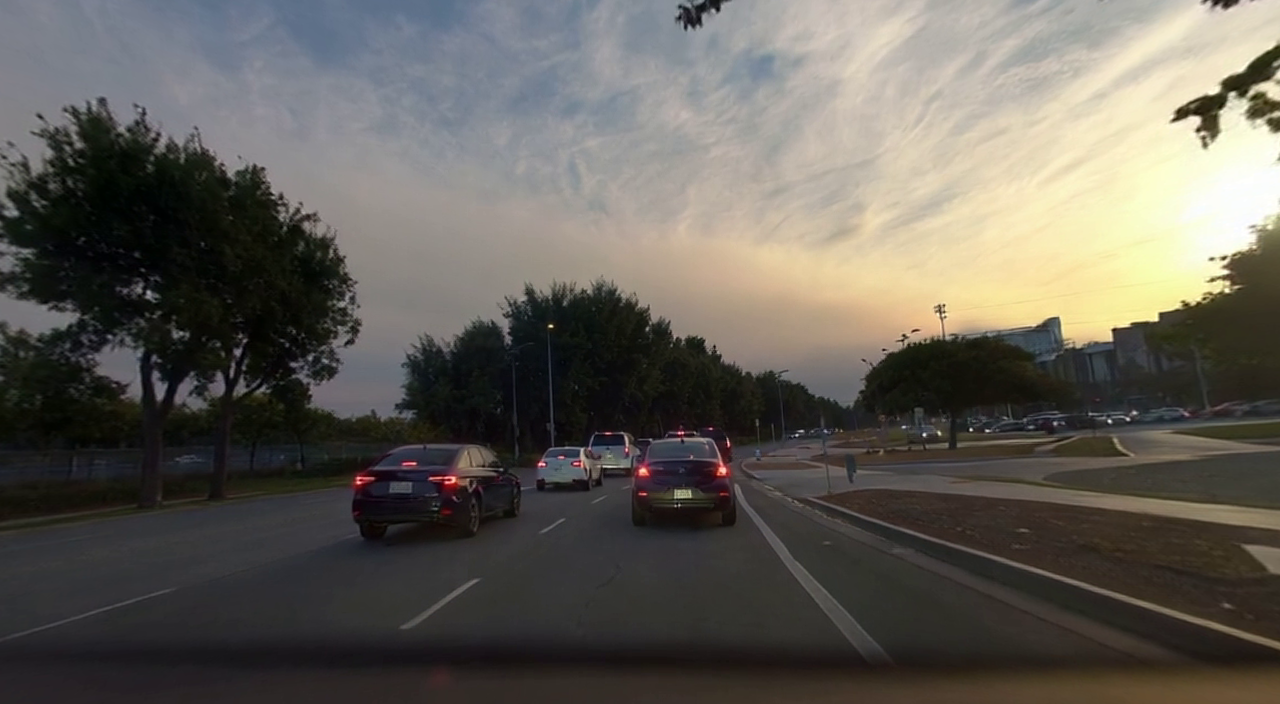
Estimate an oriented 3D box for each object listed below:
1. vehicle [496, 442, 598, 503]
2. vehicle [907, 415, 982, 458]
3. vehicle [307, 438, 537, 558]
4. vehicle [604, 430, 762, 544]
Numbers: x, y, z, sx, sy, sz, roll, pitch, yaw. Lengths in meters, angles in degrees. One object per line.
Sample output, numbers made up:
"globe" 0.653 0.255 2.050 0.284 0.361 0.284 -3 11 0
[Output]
"vehicle" -2.490 3.340 17.915 1.870 1.490 4.187 -1 -9 6
"vehicle" 14.992 4.241 31.317 2.288 1.933 4.612 -2 -9 13
"vehicle" -3.129 2.178 10.168 1.940 1.502 4.241 -1 -9 4
"vehicle" 0.632 2.156 10.691 2.142 1.528 4.133 0 -9 2
